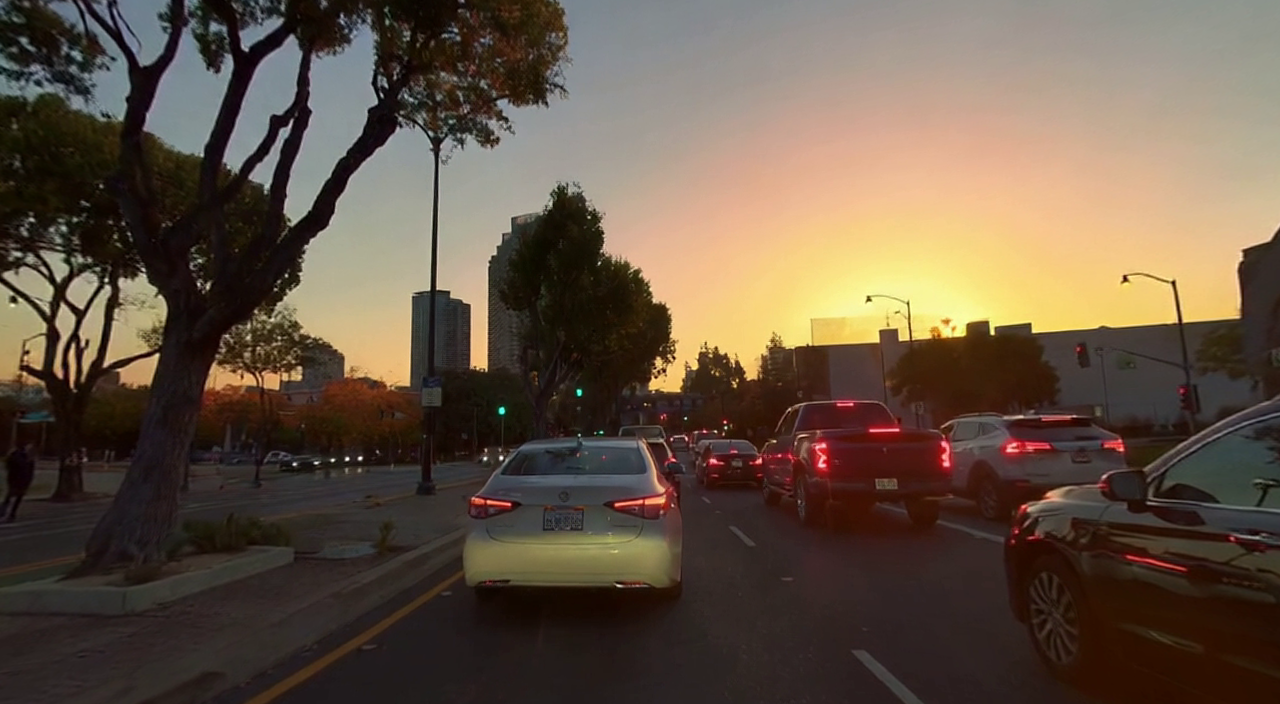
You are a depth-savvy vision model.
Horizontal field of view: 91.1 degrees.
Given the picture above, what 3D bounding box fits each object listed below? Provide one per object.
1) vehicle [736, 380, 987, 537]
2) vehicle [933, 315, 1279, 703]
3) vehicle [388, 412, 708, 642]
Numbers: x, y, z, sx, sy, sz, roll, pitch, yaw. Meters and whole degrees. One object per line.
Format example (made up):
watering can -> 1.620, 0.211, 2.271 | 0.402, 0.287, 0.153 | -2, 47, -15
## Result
vehicle -> 3.538, 1.917, 11.764 | 2.497, 2.186, 5.890 | 0, -9, 0
vehicle -> 3.162, 0.764, 2.215 | 2.024, 1.723, 4.714 | 0, -9, 1
vehicle -> -0.570, 1.502, 6.446 | 2.172, 1.536, 4.250 | 0, -9, 2
